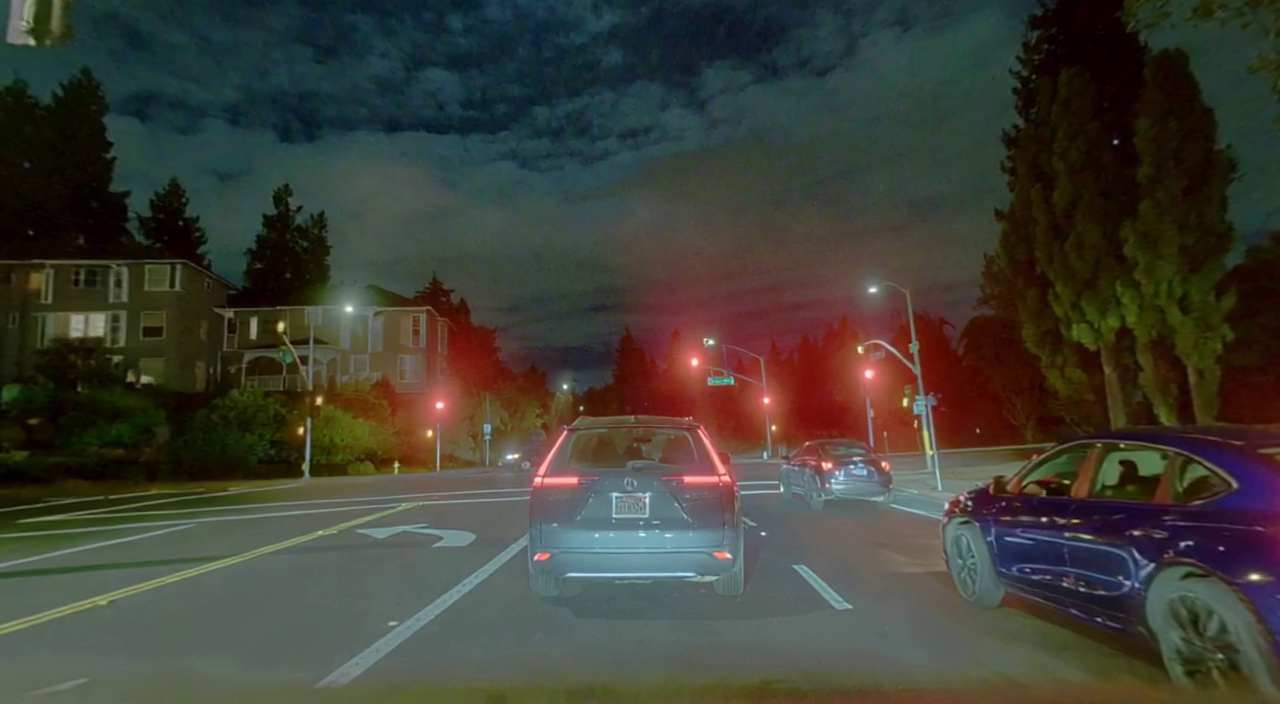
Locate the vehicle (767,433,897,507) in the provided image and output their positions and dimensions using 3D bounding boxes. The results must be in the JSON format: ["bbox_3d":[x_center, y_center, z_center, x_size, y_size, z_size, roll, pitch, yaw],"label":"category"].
[{"bbox_3d":[4.407,2.757,15.192,1.934,1.506,4.282,-1,-8,2],"label":"vehicle"}]

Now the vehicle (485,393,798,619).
[{"bbox_3d":[0.045,1.469,6.947,2.322,1.667,4.367,0,-8,1],"label":"vehicle"}]

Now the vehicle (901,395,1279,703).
[{"bbox_3d":[3.654,1.157,4.000,2.077,1.527,4.755,0,-8,2],"label":"vehicle"}]
